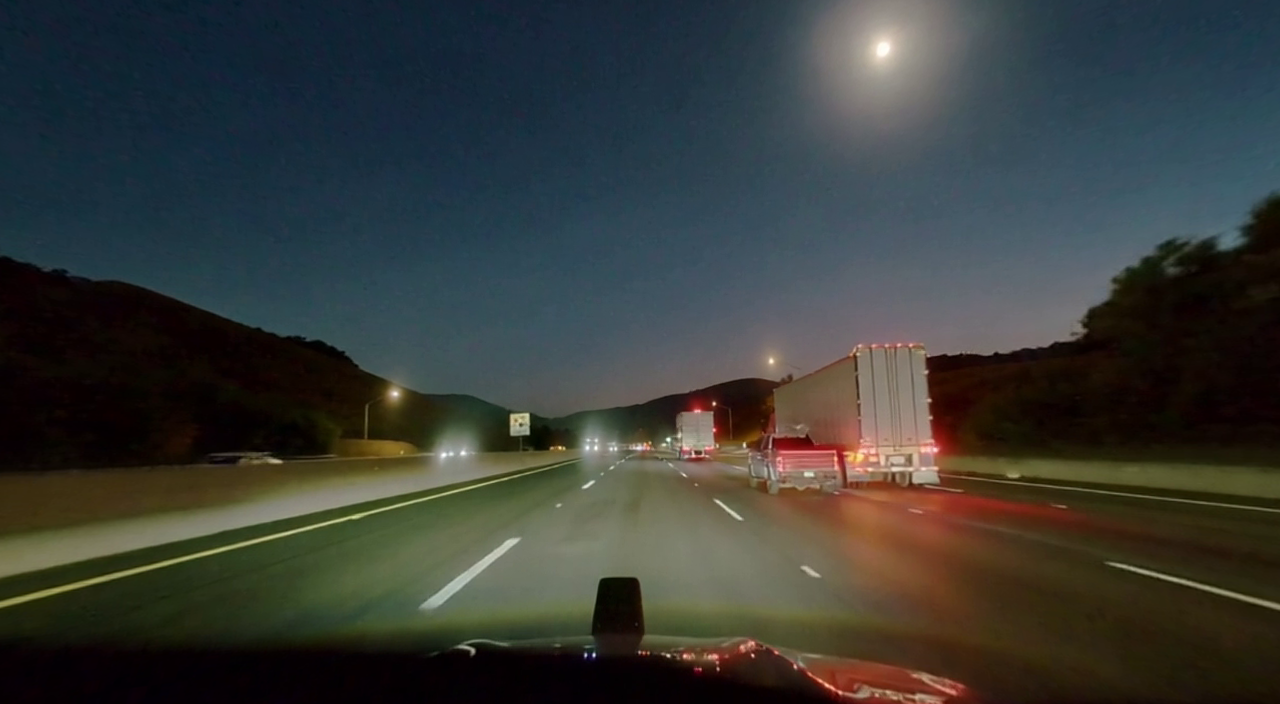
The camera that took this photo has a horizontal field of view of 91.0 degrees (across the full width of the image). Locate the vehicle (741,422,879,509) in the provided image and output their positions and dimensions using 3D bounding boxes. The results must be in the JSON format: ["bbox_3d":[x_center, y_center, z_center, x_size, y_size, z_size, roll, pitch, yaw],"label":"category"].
[{"bbox_3d":[3.787,2.628,14.929,2.055,1.737,4.224,0,-9,0],"label":"vehicle"}]

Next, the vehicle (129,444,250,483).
[{"bbox_3d":[-20.017,4.929,28.270,1.957,1.587,4.595,0,-9,1],"label":"vehicle"}]

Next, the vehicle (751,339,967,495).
[{"bbox_3d":[7.299,2.925,25.051,2.947,4.199,16.175,0,-9,0],"label":"vehicle"}]
